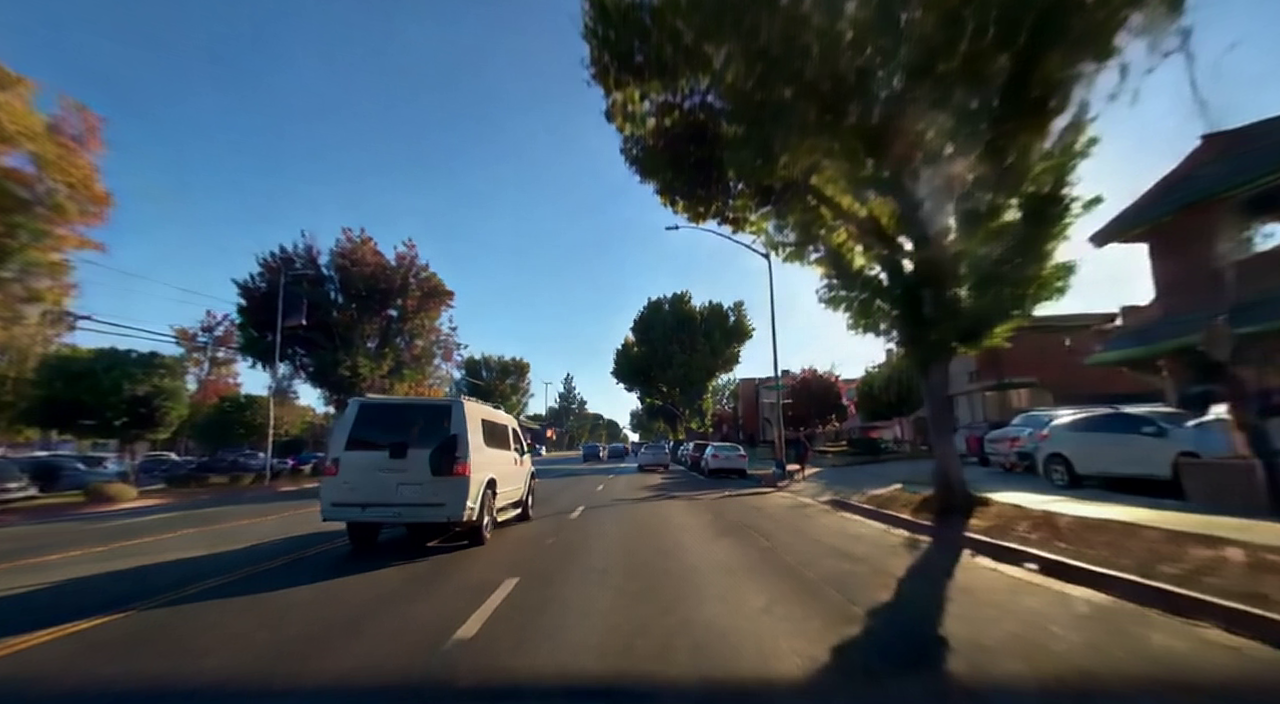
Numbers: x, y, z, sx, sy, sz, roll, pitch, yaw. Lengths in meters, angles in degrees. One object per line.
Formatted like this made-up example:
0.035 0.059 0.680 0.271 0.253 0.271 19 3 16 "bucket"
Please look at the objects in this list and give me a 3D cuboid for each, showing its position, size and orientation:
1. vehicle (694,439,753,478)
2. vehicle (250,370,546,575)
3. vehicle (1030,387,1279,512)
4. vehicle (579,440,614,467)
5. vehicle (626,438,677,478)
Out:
3.803 4.947 29.664 1.947 1.646 4.782 0 -9 -2 "vehicle"
-2.896 1.620 9.188 2.213 2.123 5.124 0 -9 0 "vehicle"
10.589 1.910 12.580 2.062 1.897 5.751 0 -8 1 "vehicle"
-2.896 6.870 42.909 2.028 1.689 4.162 0 -9 1 "vehicle"
0.484 4.761 28.641 2.126 1.657 4.132 0 -9 0 "vehicle"
